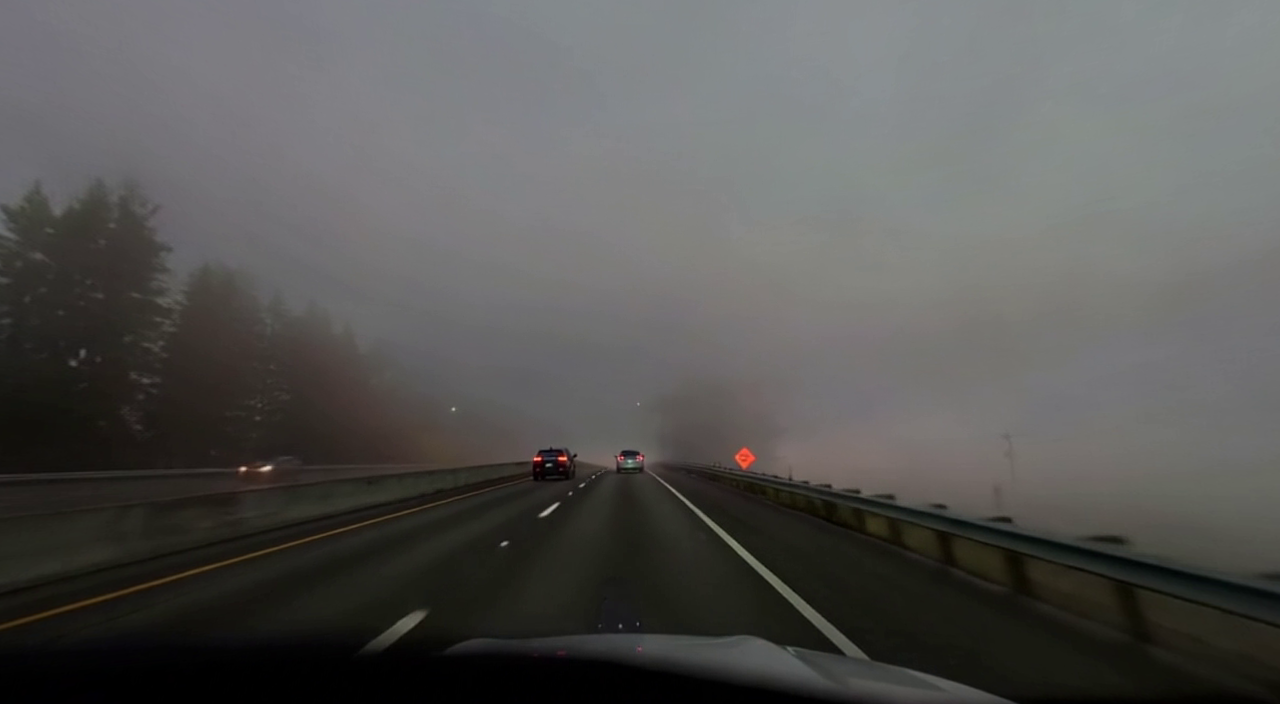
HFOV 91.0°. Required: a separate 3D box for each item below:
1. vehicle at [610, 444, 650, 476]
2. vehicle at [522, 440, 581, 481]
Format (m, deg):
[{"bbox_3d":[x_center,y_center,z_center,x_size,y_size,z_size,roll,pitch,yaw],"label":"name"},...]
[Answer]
[{"bbox_3d":[-0.543,6.074,35.758,2.130,1.684,3.826,0,-8,-1],"label":"vehicle"},{"bbox_3d":[-4.056,5.050,29.550,2.130,1.741,4.665,0,-9,0],"label":"vehicle"}]
